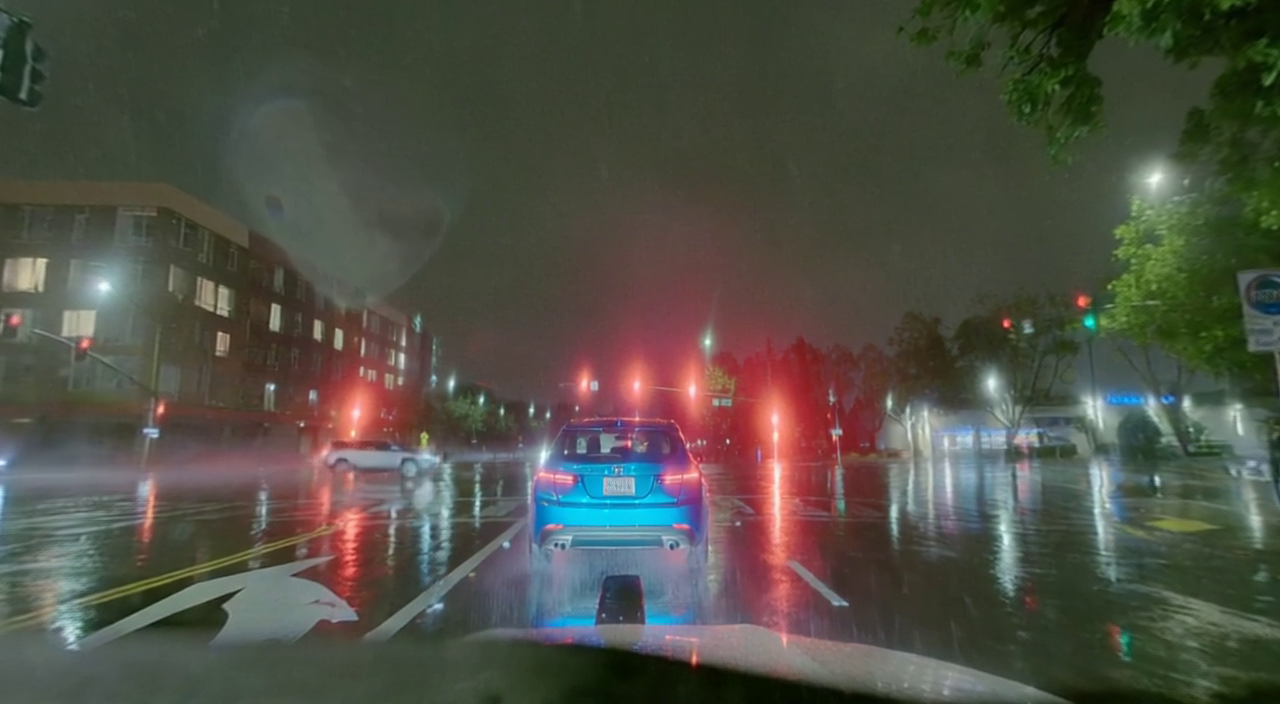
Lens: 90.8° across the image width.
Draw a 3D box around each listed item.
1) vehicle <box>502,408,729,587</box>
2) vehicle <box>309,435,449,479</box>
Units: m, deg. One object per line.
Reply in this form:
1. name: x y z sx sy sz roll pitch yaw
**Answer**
1. vehicle: -0.254 1.623 7.817 2.066 1.618 3.922 0 -8 -1
2. vehicle: -10.771 4.383 26.404 4.912 1.731 2.022 0 -8 -1
